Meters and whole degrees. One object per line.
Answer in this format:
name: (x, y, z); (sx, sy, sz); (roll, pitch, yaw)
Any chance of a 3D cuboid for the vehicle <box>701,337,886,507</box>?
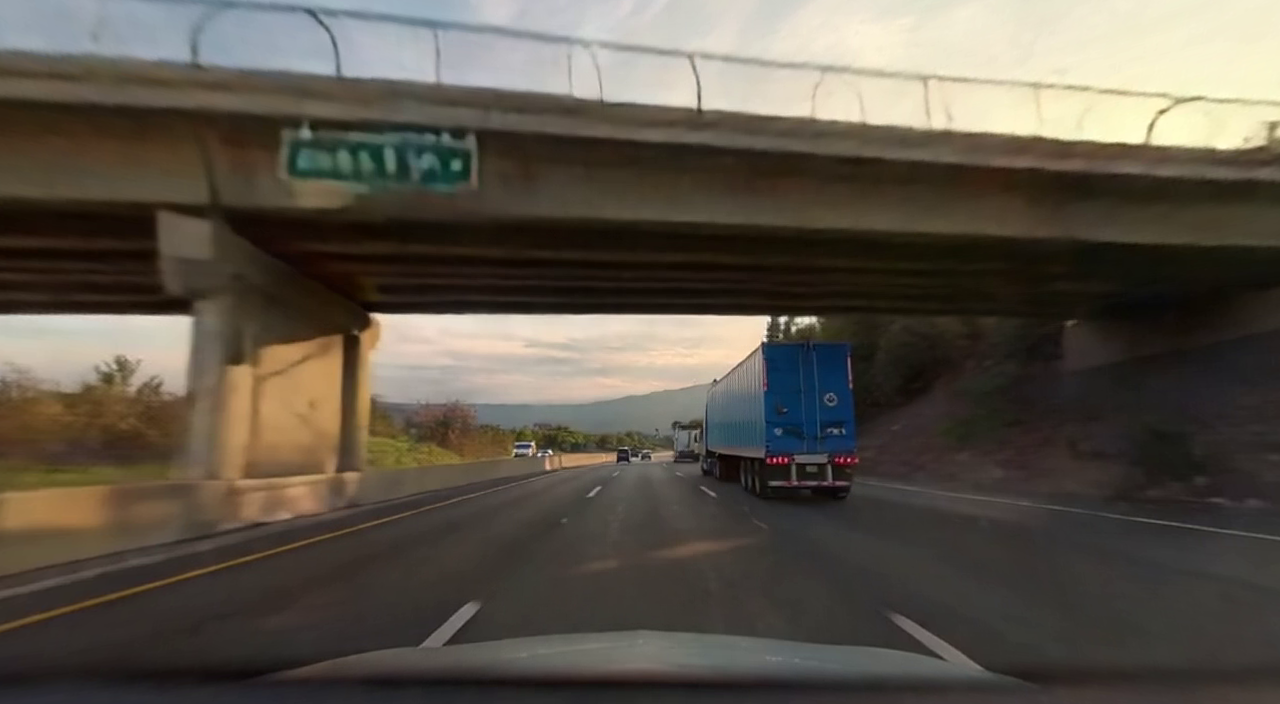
vehicle: (4.309, 2.724, 22.112); (2.825, 4.054, 14.210); (0, -9, 0)
